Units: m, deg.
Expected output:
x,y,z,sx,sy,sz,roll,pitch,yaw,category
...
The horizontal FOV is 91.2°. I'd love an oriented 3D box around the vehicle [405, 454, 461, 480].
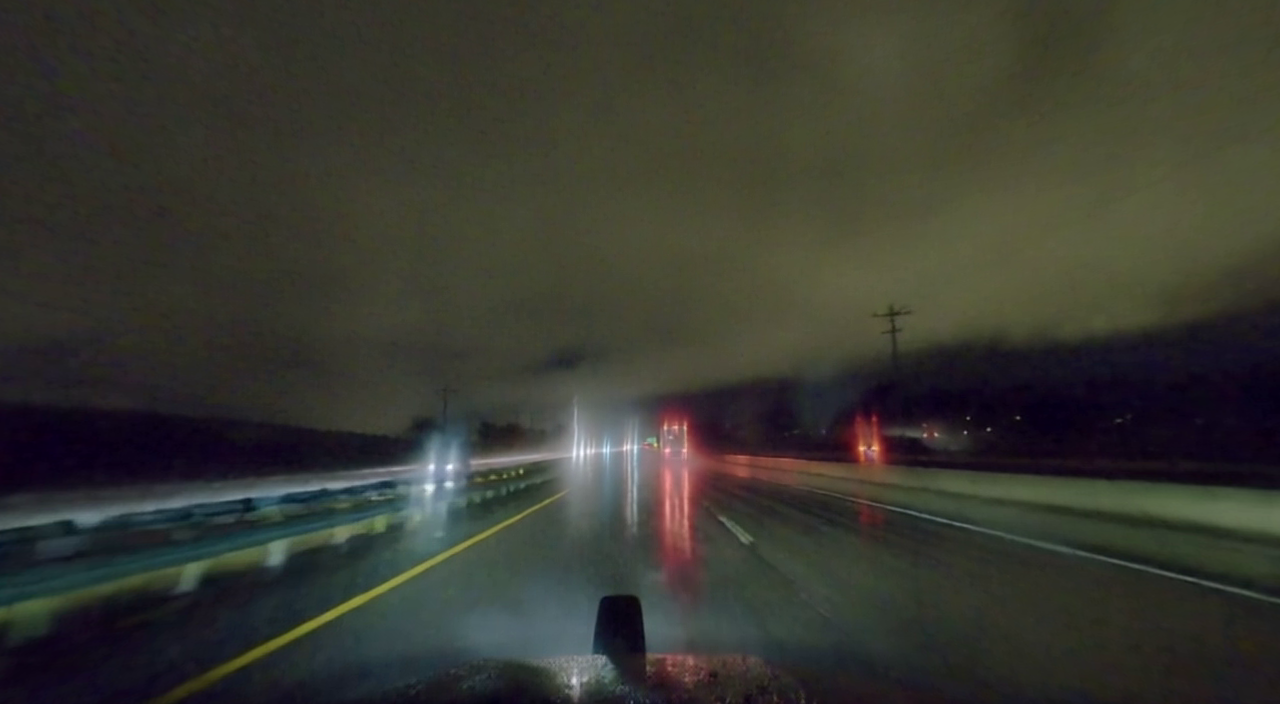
x,y,z,sx,sy,sz,roll,pitch,yaw,category
-13.233,7.339,40.390,1.880,1.514,4.697,-1,-9,1,vehicle
